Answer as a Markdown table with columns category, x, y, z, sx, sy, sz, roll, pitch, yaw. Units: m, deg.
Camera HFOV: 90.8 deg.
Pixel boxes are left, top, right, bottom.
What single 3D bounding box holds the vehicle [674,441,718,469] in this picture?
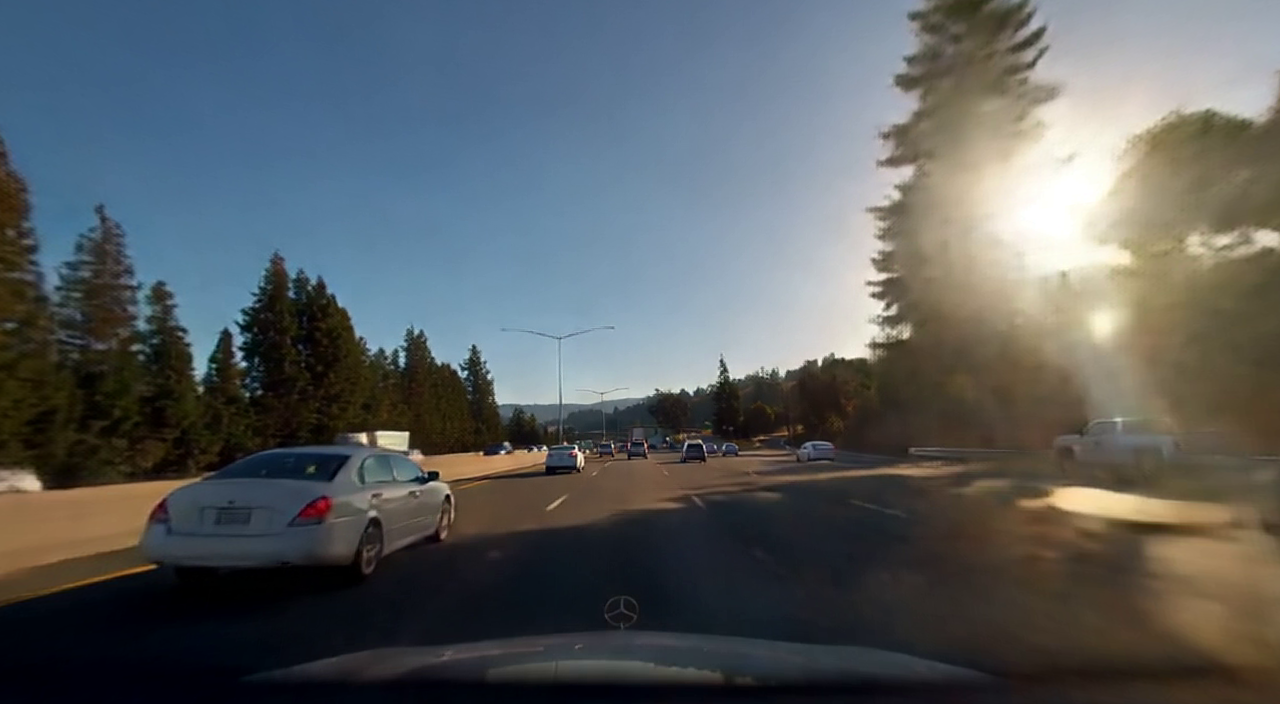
| category | x | y | z | sx | sy | sz | roll | pitch | yaw |
| --- | --- | --- | --- | --- | --- | --- | --- | --- | --- |
| vehicle | 3.153 | 5.944 | 36.624 | 2.007 | 1.469 | 4.337 | 0 | -8 | -2 |

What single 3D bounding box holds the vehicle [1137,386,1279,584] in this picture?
| category | x | y | z | sx | sy | sz | roll | pitch | yaw |
| --- | --- | --- | --- | --- | --- | --- | --- | --- | --- |
| vehicle | 6.488 | 0.974 | 4.412 | 2.105 | 1.655 | 4.652 | 0 | -8 | -2 |

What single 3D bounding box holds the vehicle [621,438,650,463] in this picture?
| category | x | y | z | sx | sy | sz | roll | pitch | yaw |
| --- | --- | --- | --- | --- | --- | --- | --- | --- | --- |
| vehicle | -0.380 | 7.667 | 49.311 | 2.192 | 1.813 | 4.864 | 0 | -8 | -1 |

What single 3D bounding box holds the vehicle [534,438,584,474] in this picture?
| category | x | y | z | sx | sy | sz | roll | pitch | yaw |
| --- | --- | --- | --- | --- | --- | --- | --- | --- | --- |
| vehicle | -4.028 | 5.261 | 32.141 | 1.992 | 1.651 | 4.185 | 0 | -8 | 0 |

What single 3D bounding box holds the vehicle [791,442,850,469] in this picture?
| category | x | y | z | sx | sy | sz | roll | pitch | yaw |
| --- | --- | --- | --- | --- | --- | --- | --- | --- | --- |
| vehicle | 9.633 | 5.561 | 34.083 | 1.910 | 1.384 | 3.867 | 0 | -8 | -2 |

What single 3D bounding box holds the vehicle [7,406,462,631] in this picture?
| category | x | y | z | sx | sy | sz | roll | pitch | yaw |
| --- | --- | --- | --- | --- | --- | --- | --- | --- | --- |
| vehicle | -3.643 | 1.567 | 6.954 | 2.119 | 1.654 | 4.353 | 0 | -8 | 0 |
